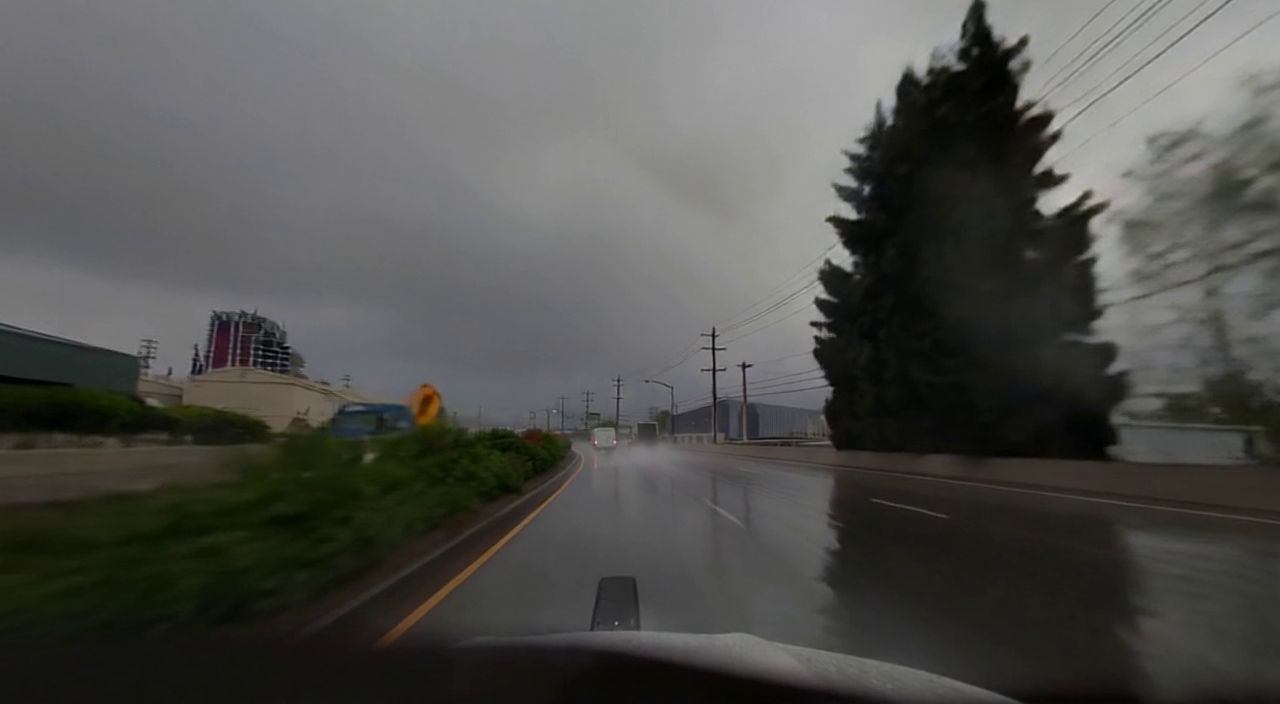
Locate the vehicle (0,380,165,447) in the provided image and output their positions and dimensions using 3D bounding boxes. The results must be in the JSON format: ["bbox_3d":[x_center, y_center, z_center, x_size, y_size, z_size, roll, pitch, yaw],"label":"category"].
[{"bbox_3d":[-32.754,3.725,35.980,2.782,3.287,9.814,-1,-8,6],"label":"vehicle"}]

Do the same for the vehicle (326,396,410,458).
[{"bbox_3d":[-16.648,4.686,38.998,2.904,3.494,5.998,0,-8,-5],"label":"vehicle"}]
